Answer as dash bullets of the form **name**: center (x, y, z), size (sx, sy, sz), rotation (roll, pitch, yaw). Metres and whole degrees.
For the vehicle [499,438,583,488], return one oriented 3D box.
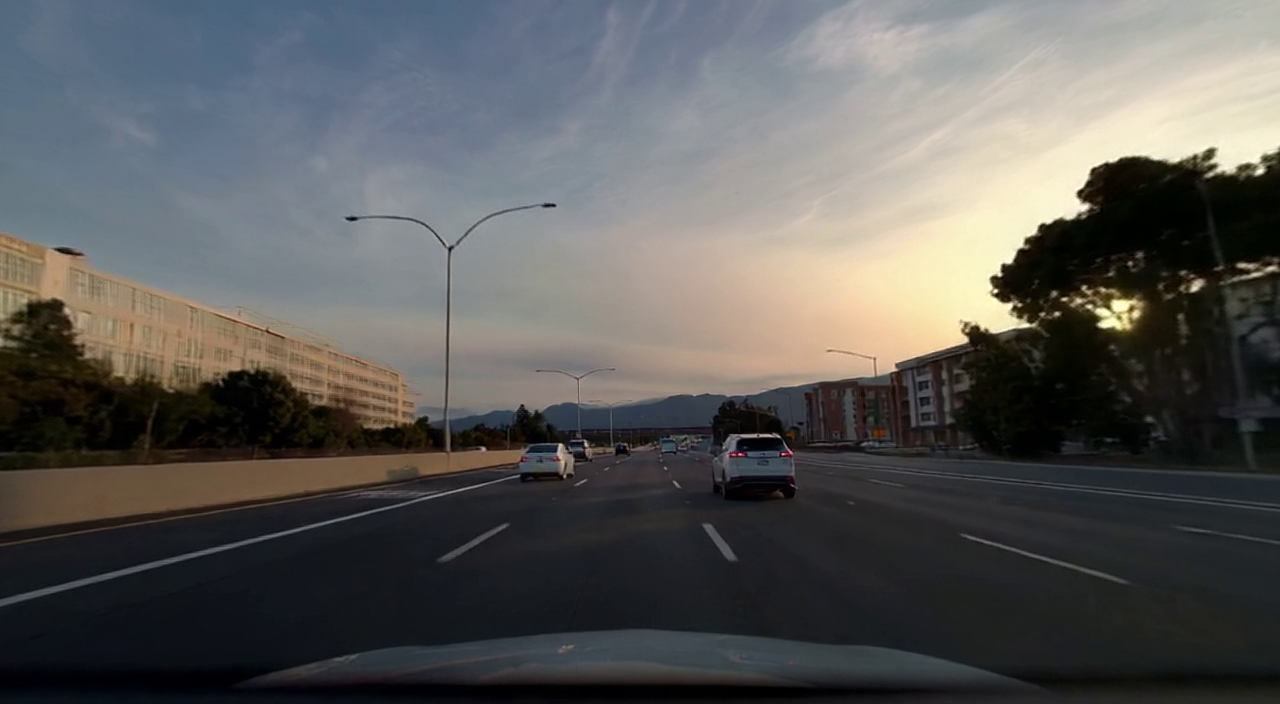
- **vehicle**: center (-3.344, 3.870, 22.315), size (2.080, 1.542, 4.718), rotation (-1, -8, 2)

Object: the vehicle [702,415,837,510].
- **vehicle**: center (2.833, 2.568, 15.063), size (2.148, 1.852, 4.835), rotation (0, -8, 0)
